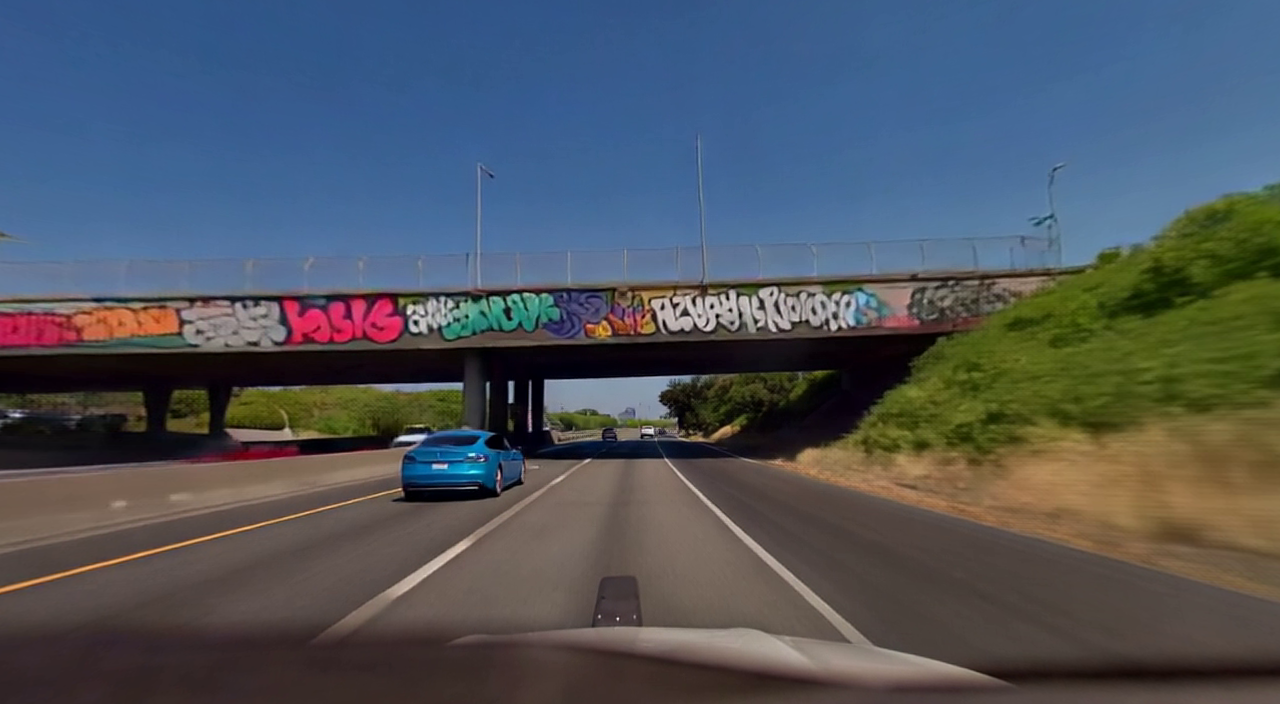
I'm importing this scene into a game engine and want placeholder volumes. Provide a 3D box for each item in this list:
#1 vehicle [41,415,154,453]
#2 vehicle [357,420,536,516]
[{"bbox_3d":[-27.252,4.118,31.703,4.288,1.842,1.943,-1,-8,12],"label":"vehicle"},{"bbox_3d":[-3.558,2.212,12.643,2.108,1.555,4.574,0,-8,0],"label":"vehicle"}]
